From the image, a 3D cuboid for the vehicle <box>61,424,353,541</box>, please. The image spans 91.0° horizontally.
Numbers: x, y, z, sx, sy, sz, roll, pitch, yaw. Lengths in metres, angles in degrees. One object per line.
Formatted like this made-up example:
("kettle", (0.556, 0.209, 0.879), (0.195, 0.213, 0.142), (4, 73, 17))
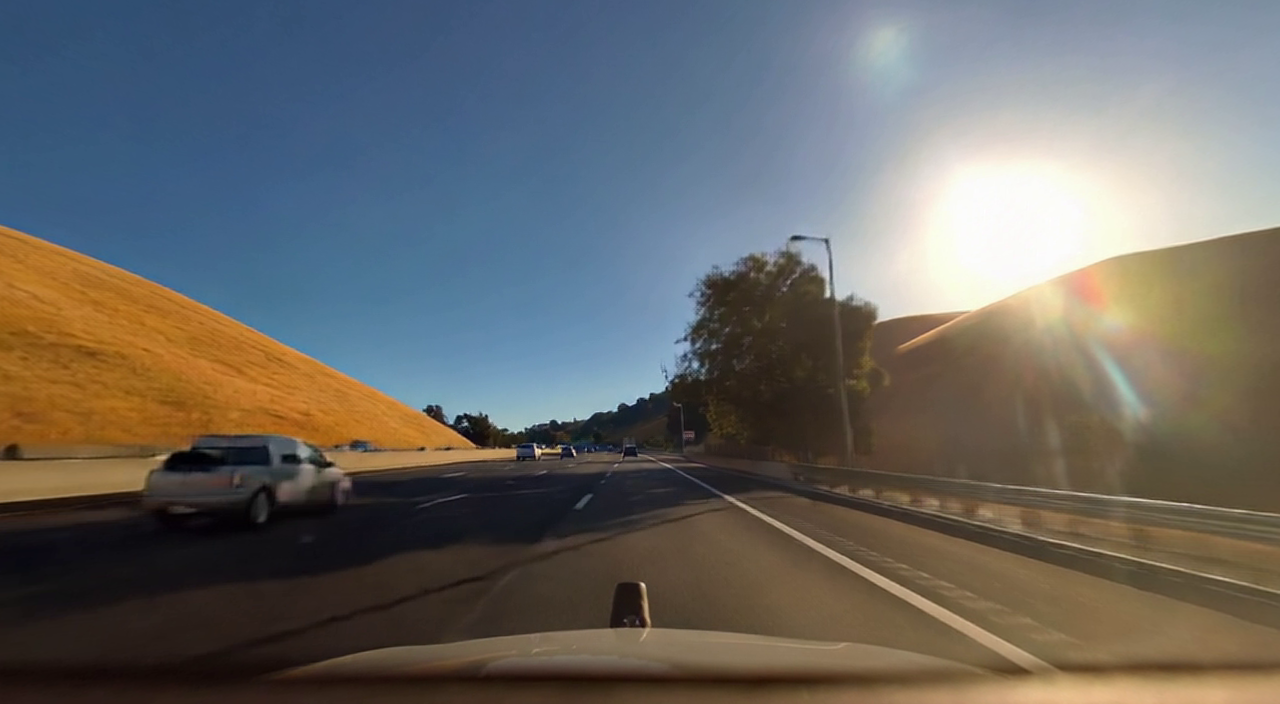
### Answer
("vehicle", (-7.106, 2.176, 11.098), (2.045, 1.624, 4.338), (0, -9, 0))
